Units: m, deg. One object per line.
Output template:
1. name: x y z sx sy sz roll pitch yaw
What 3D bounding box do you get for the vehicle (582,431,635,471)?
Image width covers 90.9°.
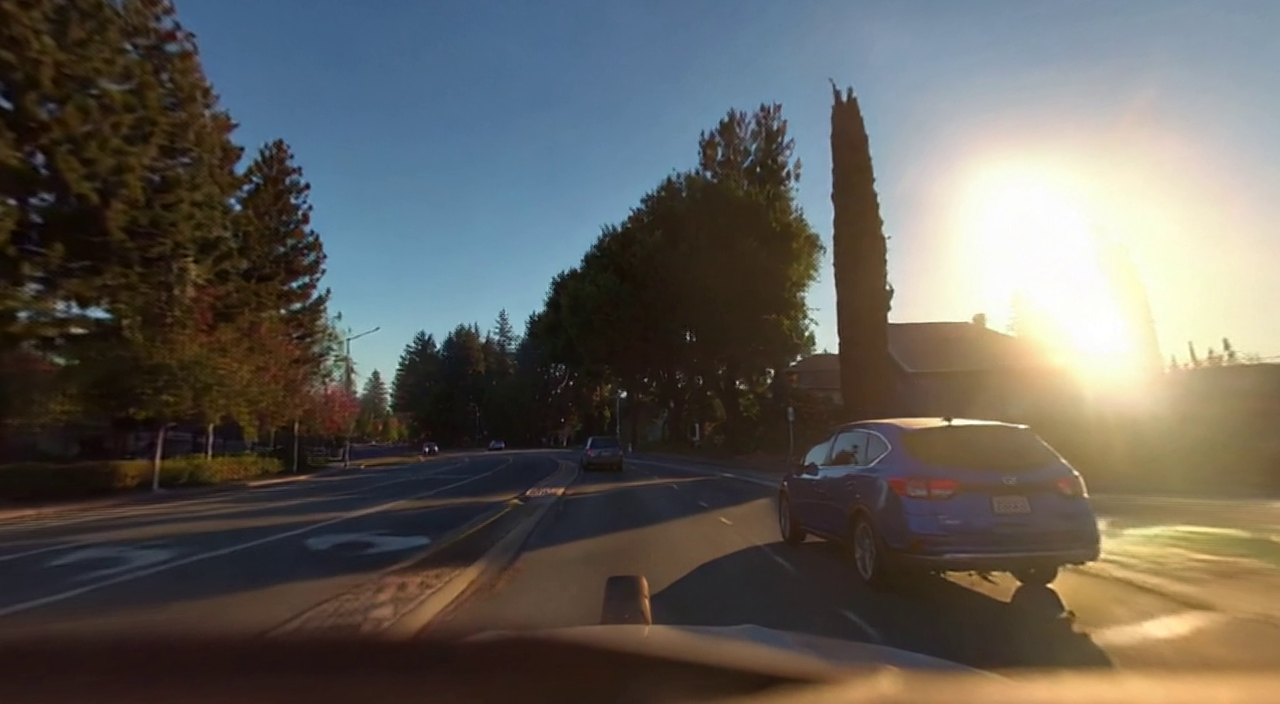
1. vehicle: -1.694 5.011 31.995 2.185 1.822 4.583 1 -9 -9

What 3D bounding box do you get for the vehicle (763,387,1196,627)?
1. vehicle: 2.870 1.442 6.837 2.024 1.686 4.588 0 -9 -2
